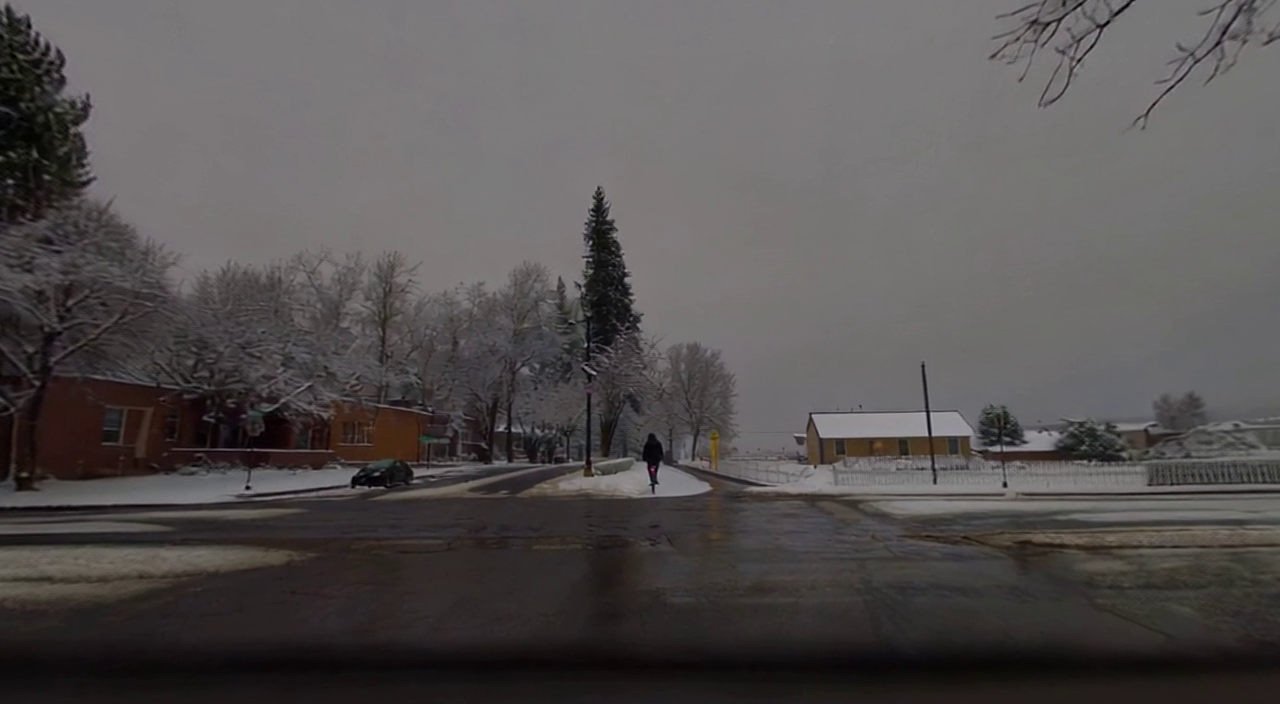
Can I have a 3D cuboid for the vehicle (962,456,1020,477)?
[{"bbox_3d":[26.948,8.748,48.478,3.794,1.403,1.636,1,-9,-17],"label":"vehicle"}]
